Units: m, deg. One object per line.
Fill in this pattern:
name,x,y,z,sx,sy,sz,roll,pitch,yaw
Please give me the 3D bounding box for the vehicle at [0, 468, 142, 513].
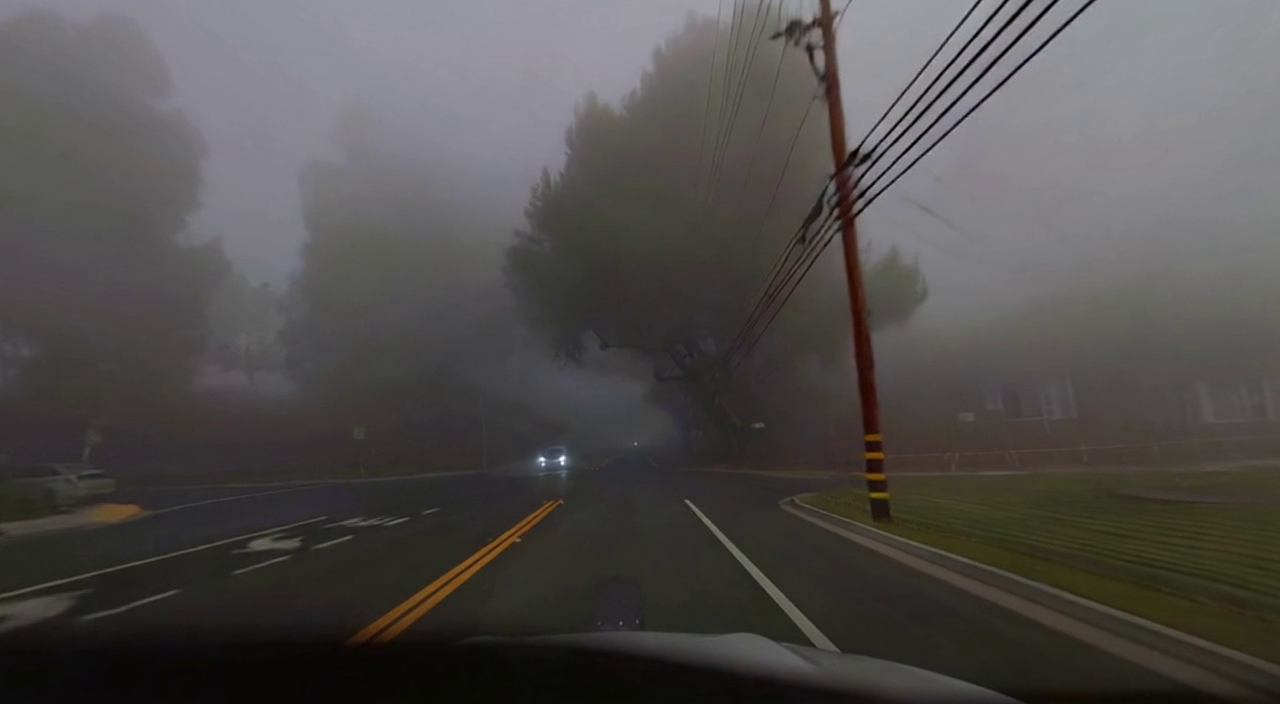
vehicle,-21.063,5.004,23.045,4.241,1.385,1.727,2,-10,2
